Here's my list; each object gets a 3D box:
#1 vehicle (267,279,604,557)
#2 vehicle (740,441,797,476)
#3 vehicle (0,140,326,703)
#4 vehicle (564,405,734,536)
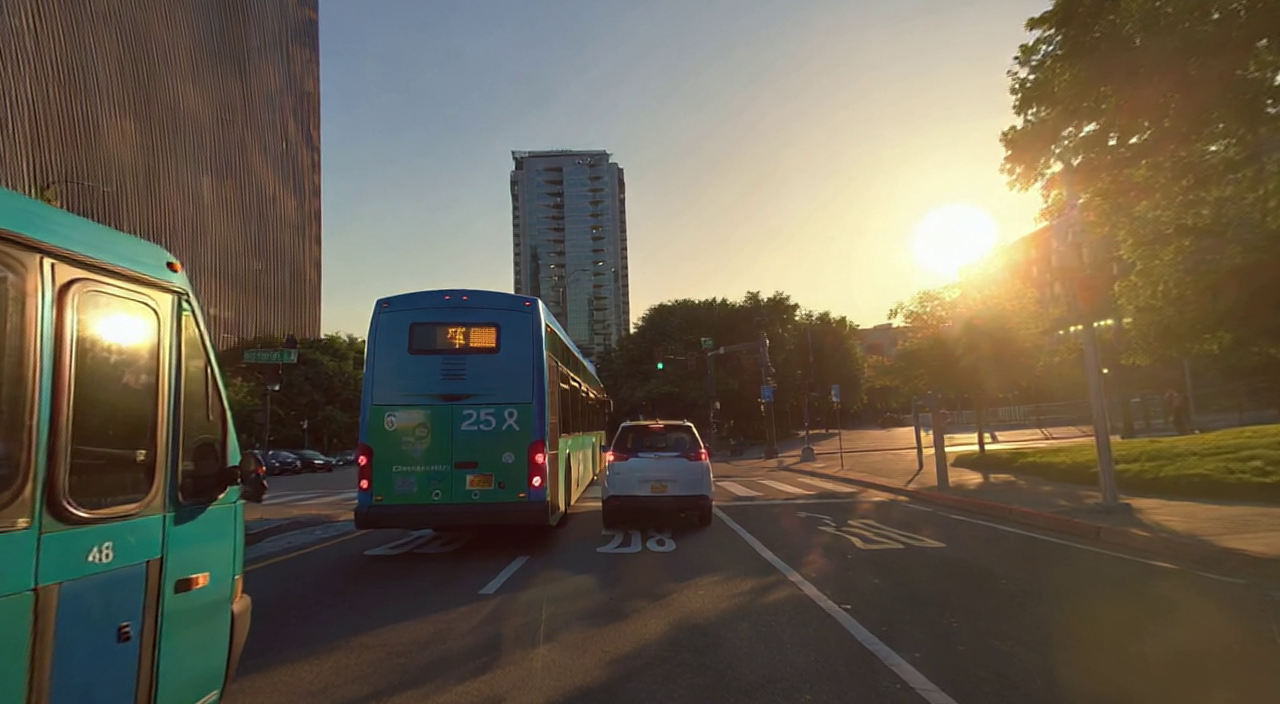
[{"bbox_3d":[-2.883,1.796,14.628,3.042,3.445,13.615,0,-9,1],"label":"vehicle"},{"bbox_3d":[6.127,5.105,30.488,1.919,1.529,4.059,0,-9,0],"label":"vehicle"},{"bbox_3d":[-2.751,0.332,0.219,2.329,2.089,5.659,0,-9,0],"label":"vehicle"},{"bbox_3d":[0.142,2.081,11.545,2.500,1.912,4.270,0,-9,0],"label":"vehicle"}]
